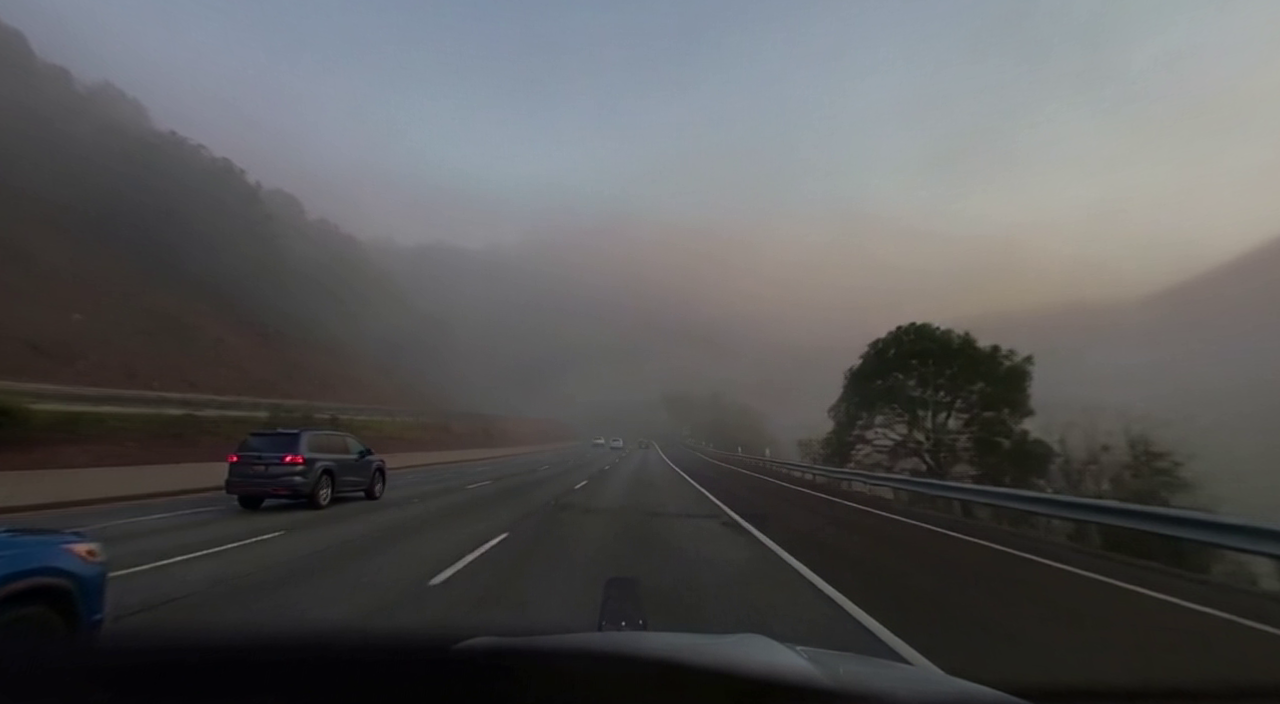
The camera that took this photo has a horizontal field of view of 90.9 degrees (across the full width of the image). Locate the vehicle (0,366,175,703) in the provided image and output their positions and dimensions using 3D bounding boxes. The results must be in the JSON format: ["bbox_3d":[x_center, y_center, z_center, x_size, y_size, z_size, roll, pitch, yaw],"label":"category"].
[{"bbox_3d":[-3.804,0.720,1.575,1.983,1.663,4.290,0,-9,0],"label":"vehicle"}]

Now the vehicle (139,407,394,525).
[{"bbox_3d":[-7.148,2.262,12.951,2.151,1.925,4.945,0,-9,0],"label":"vehicle"}]
